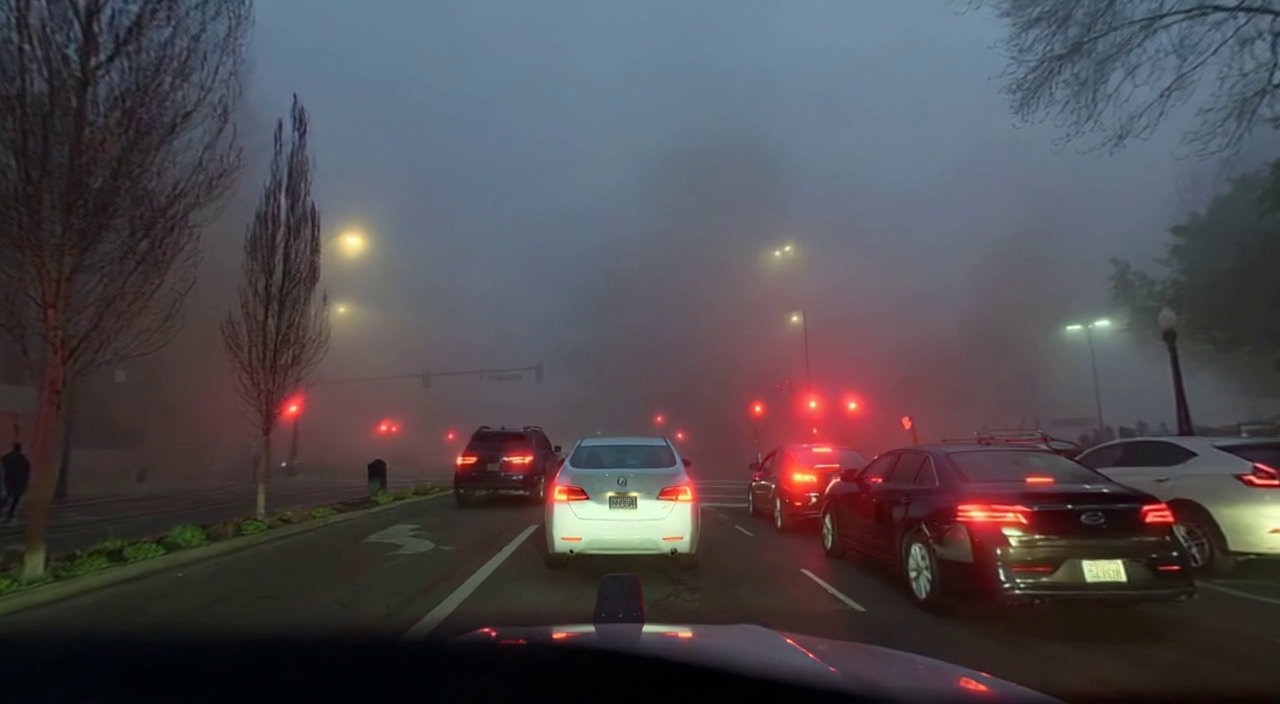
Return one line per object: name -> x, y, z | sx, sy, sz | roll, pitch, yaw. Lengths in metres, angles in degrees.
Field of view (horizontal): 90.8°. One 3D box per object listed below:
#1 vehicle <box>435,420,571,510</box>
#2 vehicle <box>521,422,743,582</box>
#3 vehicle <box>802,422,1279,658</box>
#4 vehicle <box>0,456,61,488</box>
vehicle -> -3.135, 2.734, 15.711 | 2.223, 1.840, 4.919 | 0, -9, 0
vehicle -> -0.104, 1.743, 8.135 | 2.118, 1.512, 4.013 | 0, -9, -1
vehicle -> 3.221, 1.523, 6.304 | 1.912, 1.454, 4.537 | 0, -9, -1
vehicle -> -31.718, 5.971, 31.433 | 1.913, 1.531, 4.000 | -9, -12, 44
